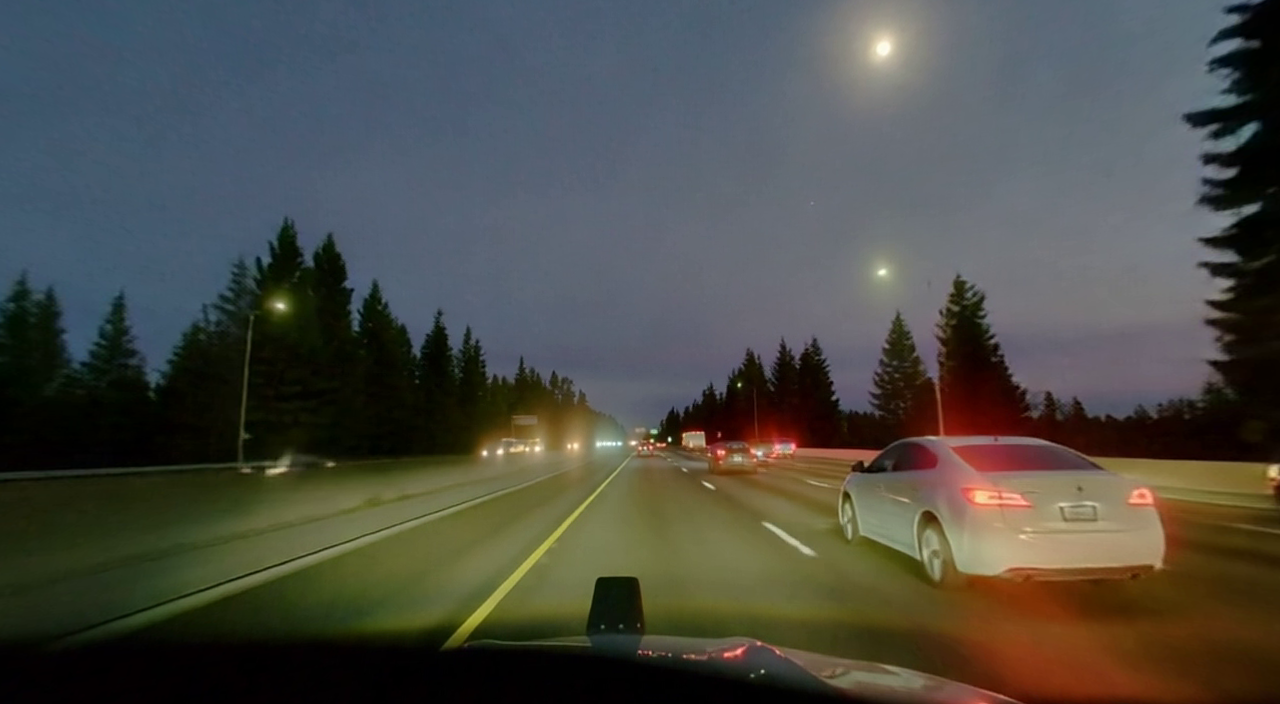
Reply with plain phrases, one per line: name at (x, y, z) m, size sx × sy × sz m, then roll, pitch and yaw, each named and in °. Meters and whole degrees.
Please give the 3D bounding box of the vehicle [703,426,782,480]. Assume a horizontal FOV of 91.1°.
vehicle at (3.902, 3.984, 24.995) m, size 2.206 × 1.902 × 5.460 m, roll 0°, pitch -8°, yaw 0°

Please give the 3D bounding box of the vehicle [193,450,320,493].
vehicle at (-14.825, 4.609, 24.650) m, size 1.947 × 1.486 × 4.719 m, roll 0°, pitch -8°, yaw 0°

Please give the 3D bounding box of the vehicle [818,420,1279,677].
vehicle at (3.375, 1.472, 6.034) m, size 1.904 × 1.453 × 4.789 m, roll 0°, pitch -8°, yaw 0°
